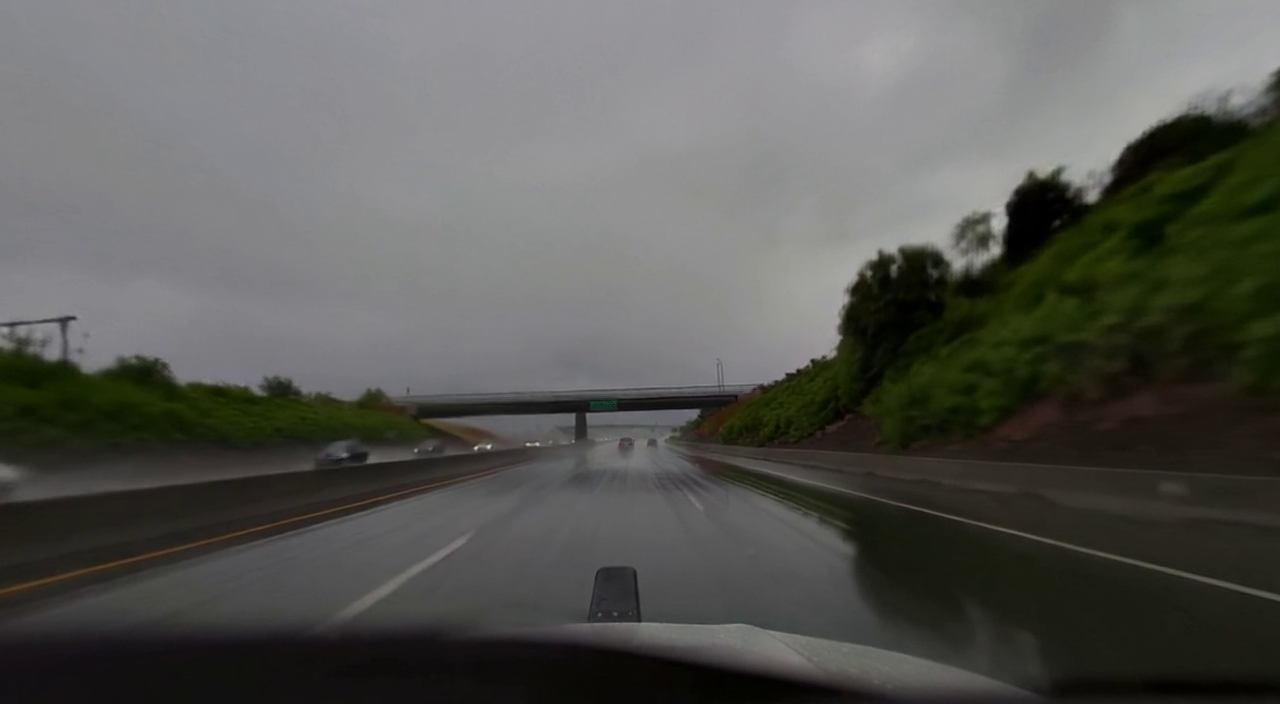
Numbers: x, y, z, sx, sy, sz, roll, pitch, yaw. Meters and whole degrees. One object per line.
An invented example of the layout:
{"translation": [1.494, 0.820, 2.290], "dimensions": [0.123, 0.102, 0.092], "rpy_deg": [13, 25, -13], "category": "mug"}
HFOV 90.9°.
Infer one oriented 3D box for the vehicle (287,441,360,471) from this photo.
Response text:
{"translation": [-16.864, 5.550, 33.814], "dimensions": [1.818, 1.468, 4.144], "rpy_deg": [0, -8, -1], "category": "vehicle"}
